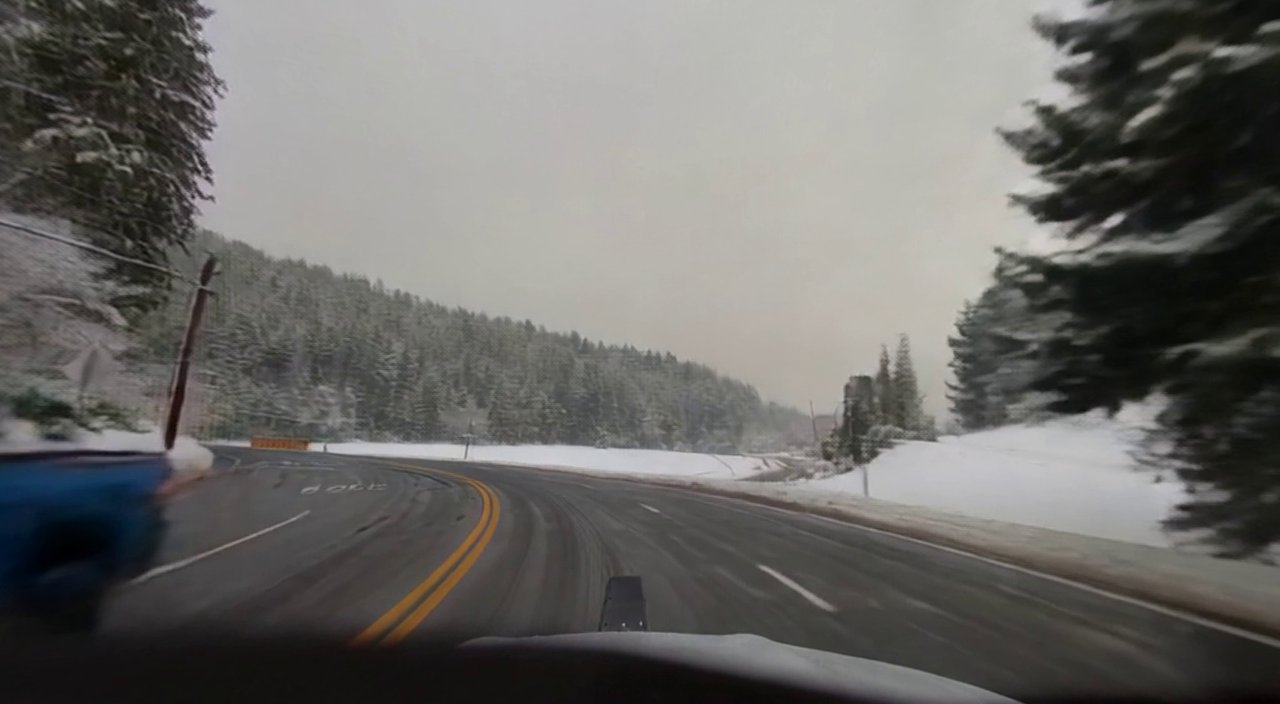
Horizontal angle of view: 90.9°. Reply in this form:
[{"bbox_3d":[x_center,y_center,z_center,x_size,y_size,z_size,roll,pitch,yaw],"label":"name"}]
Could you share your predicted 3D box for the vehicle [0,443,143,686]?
[{"bbox_3d":[-4.787,1.105,2.580,2.063,1.443,4.488,0,-9,-4],"label":"vehicle"}]
